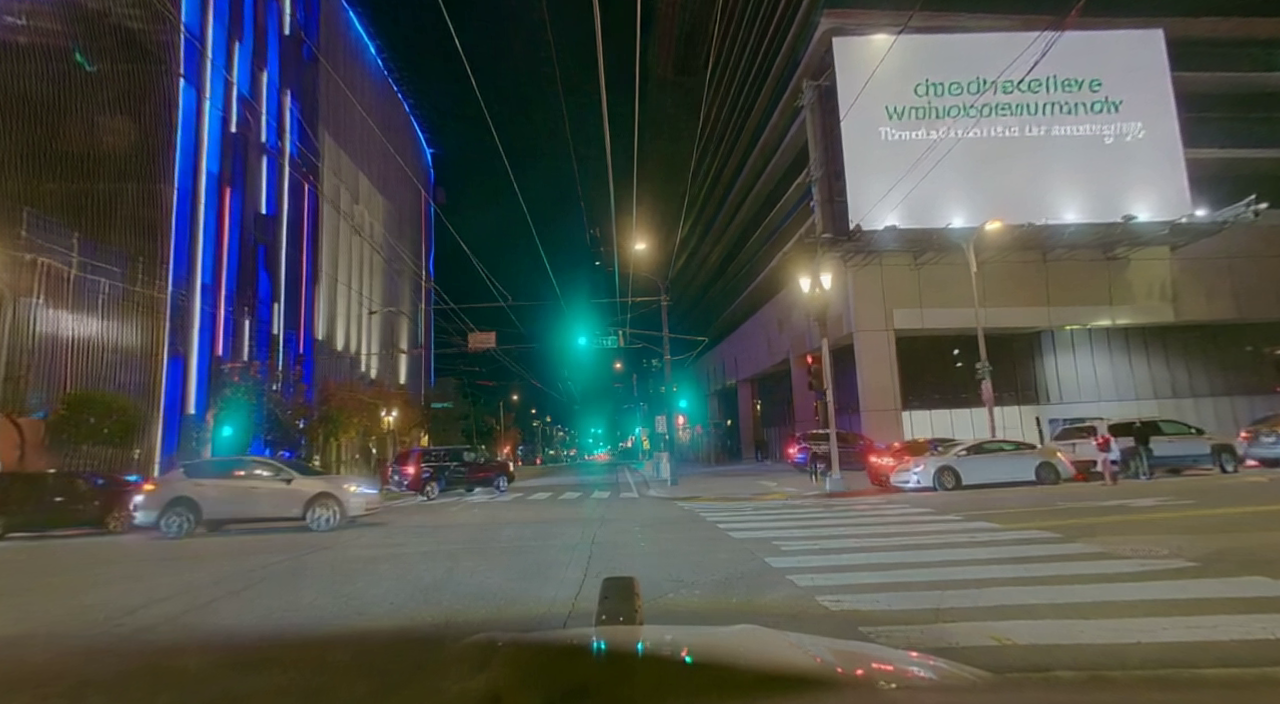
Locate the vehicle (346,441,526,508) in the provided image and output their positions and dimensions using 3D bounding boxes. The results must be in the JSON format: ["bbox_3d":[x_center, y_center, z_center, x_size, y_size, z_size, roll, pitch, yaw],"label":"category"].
[{"bbox_3d":[-6.580,3.908,20.819,5.120,1.910,2.137,7,-11,-41],"label":"vehicle"}]

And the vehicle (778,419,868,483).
[{"bbox_3d":[7.548,4.082,26.628,2.316,2.425,4.466,1,-7,-2],"label":"vehicle"}]

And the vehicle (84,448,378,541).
[{"bbox_3d":[-8.269,2.895,13.286,4.629,1.696,2.098,1,-9,-6],"label":"vehicle"}]

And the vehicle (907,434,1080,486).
[{"bbox_3d":[11.411,3.493,20.543,4.697,1.510,1.596,0,-9,-4],"label":"vehicle"}]

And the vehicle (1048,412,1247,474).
[{"bbox_3d":[16.776,3.026,21.066,4.944,1.946,1.952,0,-8,-3],"label":"vehicle"}]
